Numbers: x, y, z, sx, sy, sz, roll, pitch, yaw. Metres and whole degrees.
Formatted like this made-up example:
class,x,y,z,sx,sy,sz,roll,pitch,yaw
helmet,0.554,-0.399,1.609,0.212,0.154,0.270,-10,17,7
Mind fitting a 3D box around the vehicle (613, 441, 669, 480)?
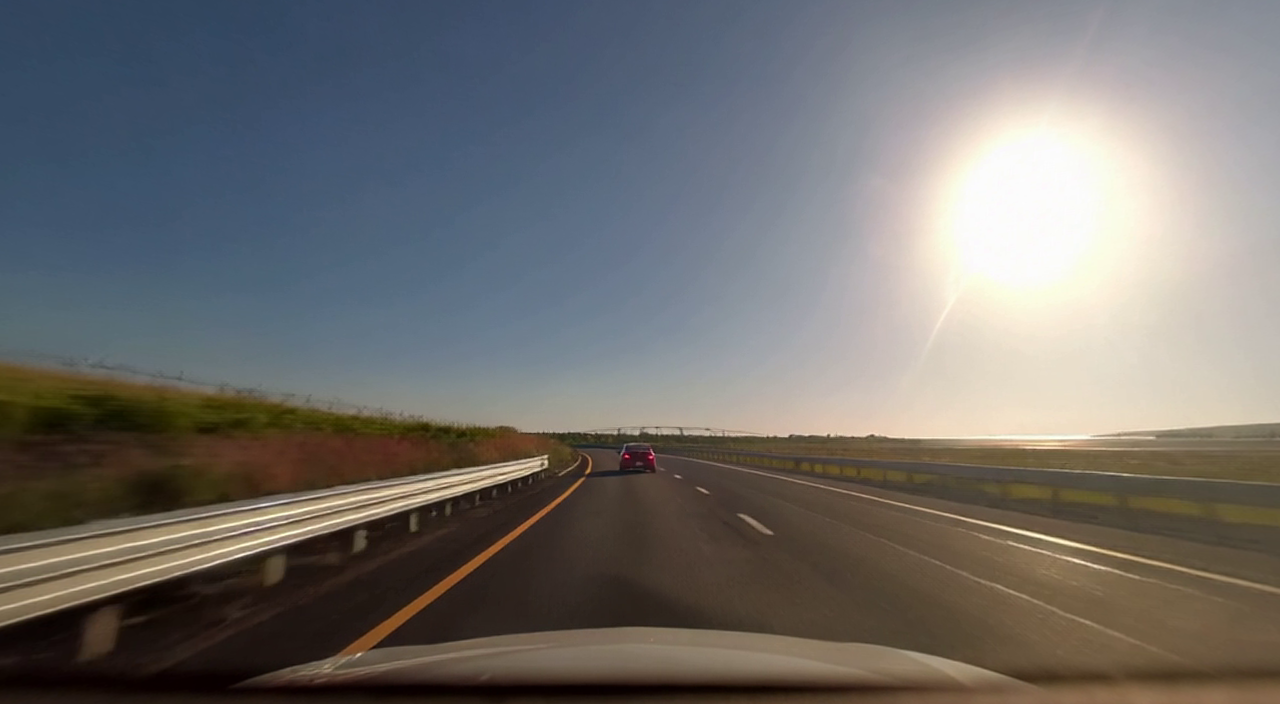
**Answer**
class,x,y,z,sx,sy,sz,roll,pitch,yaw
vehicle,-0.046,4.481,26.394,2.029,1.474,4.183,0,-9,-4
